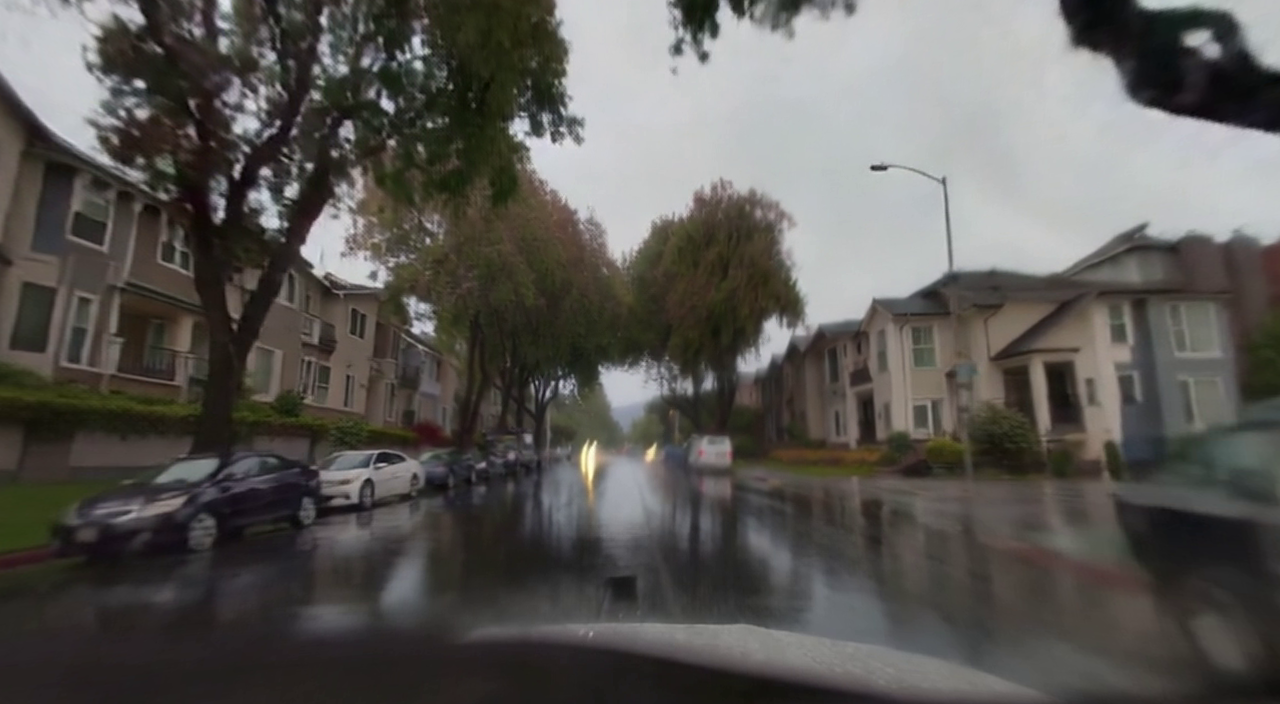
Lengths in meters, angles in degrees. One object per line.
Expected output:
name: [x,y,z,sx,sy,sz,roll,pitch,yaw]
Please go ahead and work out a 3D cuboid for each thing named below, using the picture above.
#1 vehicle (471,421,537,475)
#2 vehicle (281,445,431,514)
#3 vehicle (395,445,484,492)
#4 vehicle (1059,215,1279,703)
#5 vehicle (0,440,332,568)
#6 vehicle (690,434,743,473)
vehicle: [-7.343,5.339,34.711,2.341,2.674,5.753,-1,-10,0]
vehicle: [-7.048,3.189,16.232,1.845,1.475,4.495,-1,-9,-1]
vehicle: [-7.129,4.157,22.796,1.832,1.483,4.140,-1,-9,0]
vehicle: [3.992,0.658,3.109,2.158,2.478,2.078,0,-9,-3]
vehicle: [-7.068,2.256,10.097,2.003,1.501,4.779,-1,-9,-2]
vehicle: [4.111,5.581,34.676,2.216,1.955,4.970,0,-9,-1]
